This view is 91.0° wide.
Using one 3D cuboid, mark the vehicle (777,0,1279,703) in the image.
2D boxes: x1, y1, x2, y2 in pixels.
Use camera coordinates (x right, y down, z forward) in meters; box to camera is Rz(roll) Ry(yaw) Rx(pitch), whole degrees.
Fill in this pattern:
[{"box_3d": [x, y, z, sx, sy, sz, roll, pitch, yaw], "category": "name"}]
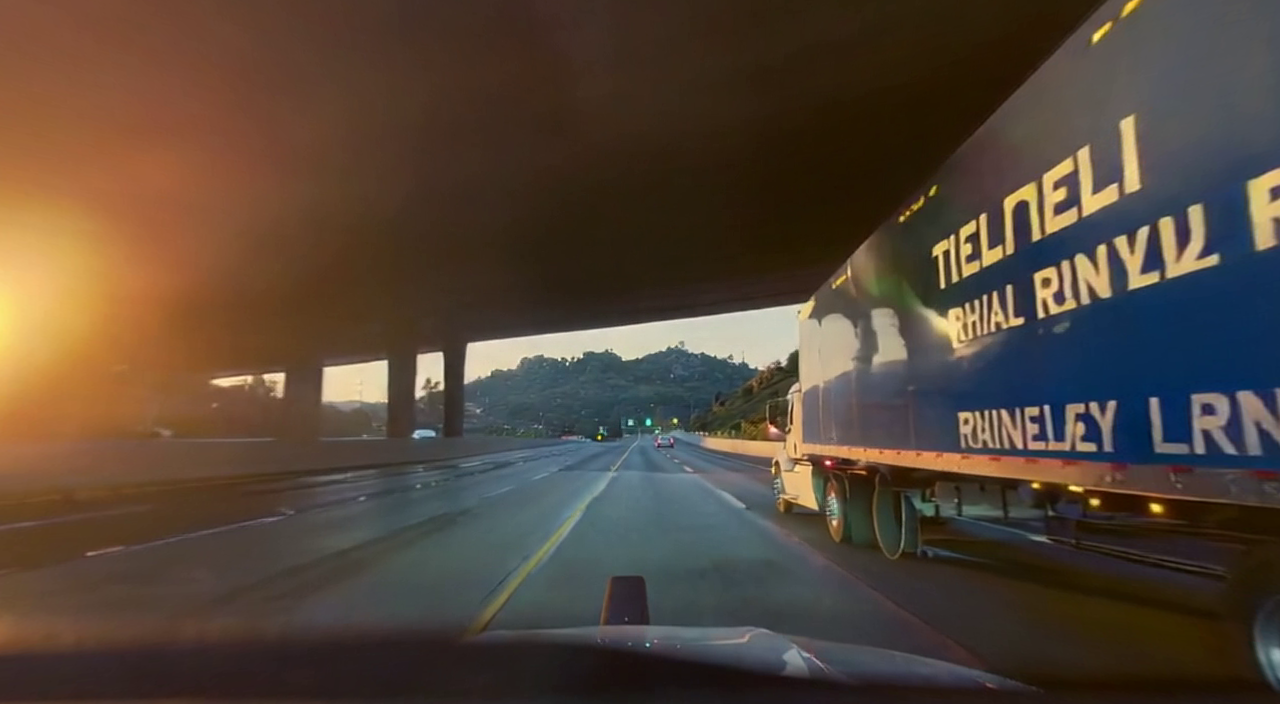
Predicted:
[{"box_3d": [4.163, 0.267, 5.368, 3.006, 4.093, 14.142, 0, -8, 1], "category": "vehicle"}]
